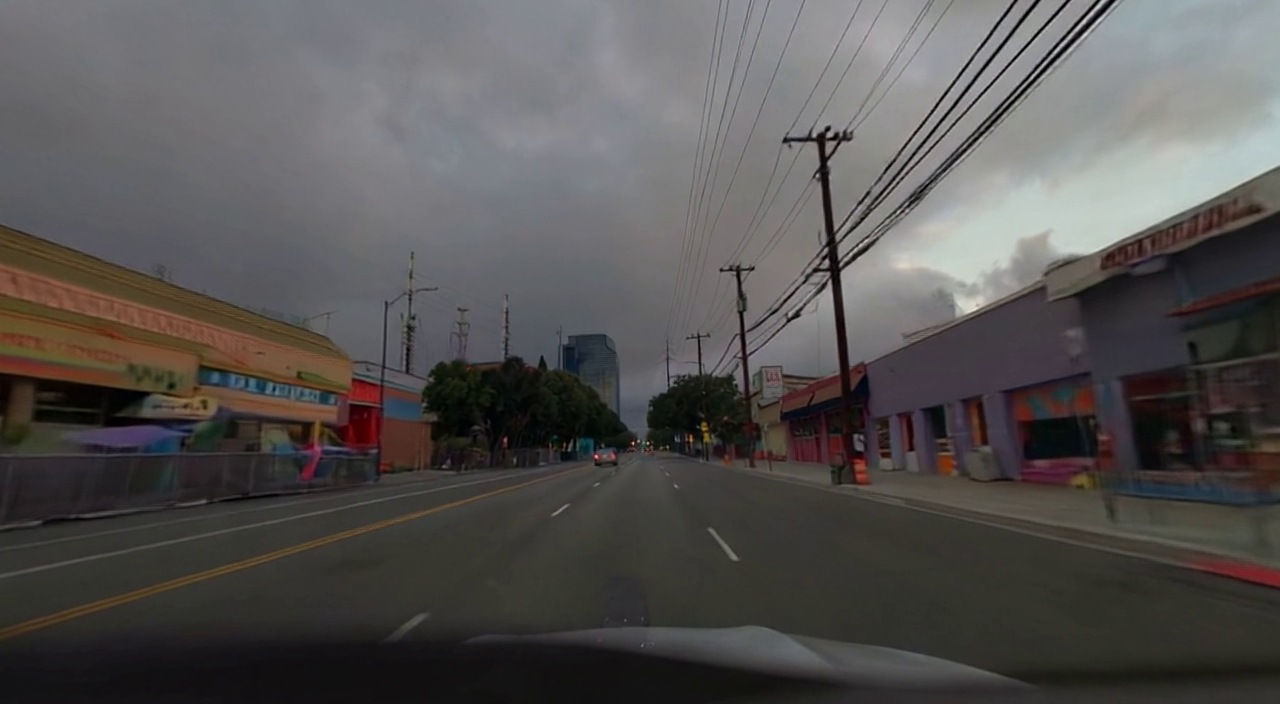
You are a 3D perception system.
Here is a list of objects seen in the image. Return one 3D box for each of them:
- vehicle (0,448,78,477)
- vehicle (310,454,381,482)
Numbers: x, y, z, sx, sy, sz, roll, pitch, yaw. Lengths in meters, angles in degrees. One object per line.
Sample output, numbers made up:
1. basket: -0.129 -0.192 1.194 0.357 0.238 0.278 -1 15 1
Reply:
1. vehicle: -39.905 7.186 41.117 4.290 1.788 2.165 -1 -9 -1
2. vehicle: -17.086 6.720 36.877 1.995 1.460 4.802 0 -9 -2
